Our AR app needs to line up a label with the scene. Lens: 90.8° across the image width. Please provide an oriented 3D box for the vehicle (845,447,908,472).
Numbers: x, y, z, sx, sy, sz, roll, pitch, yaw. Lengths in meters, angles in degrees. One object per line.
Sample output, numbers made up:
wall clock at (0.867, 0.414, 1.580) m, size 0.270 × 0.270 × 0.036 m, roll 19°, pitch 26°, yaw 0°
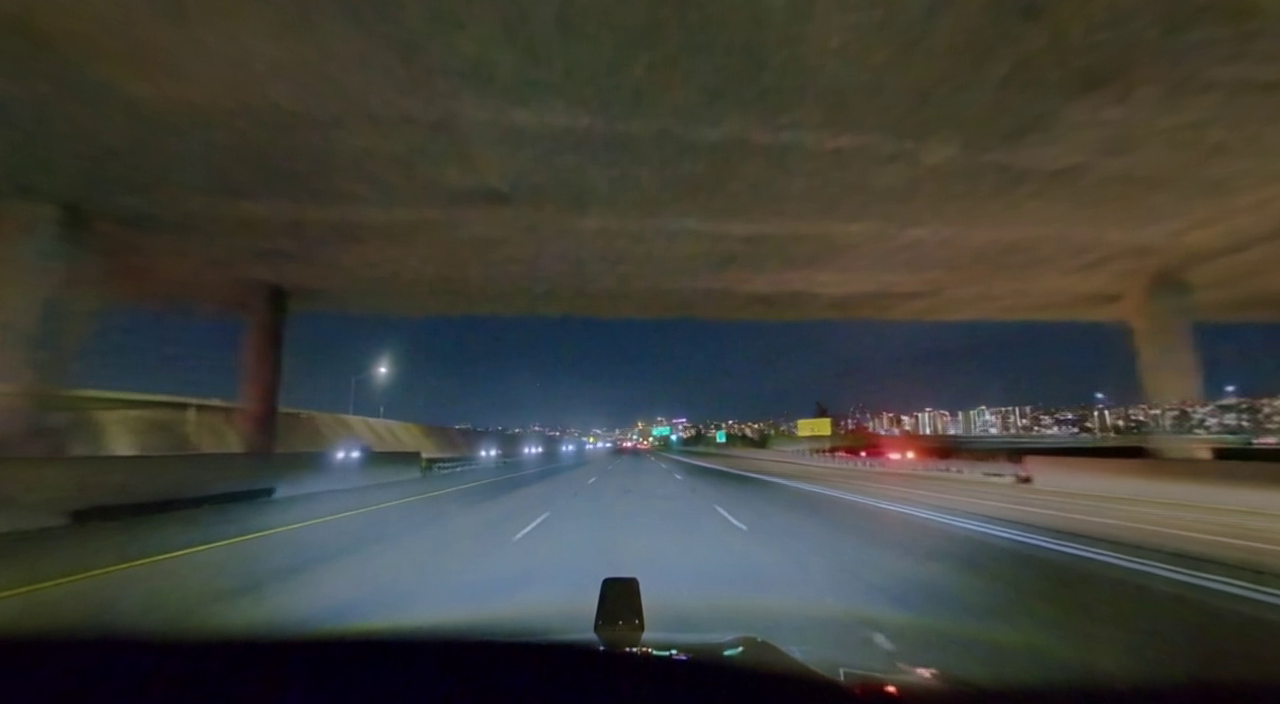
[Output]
vehicle at (15.208, 6.919, 40.934) m, size 1.959 × 1.519 × 5.235 m, roll 0°, pitch -9°, yaw -1°
